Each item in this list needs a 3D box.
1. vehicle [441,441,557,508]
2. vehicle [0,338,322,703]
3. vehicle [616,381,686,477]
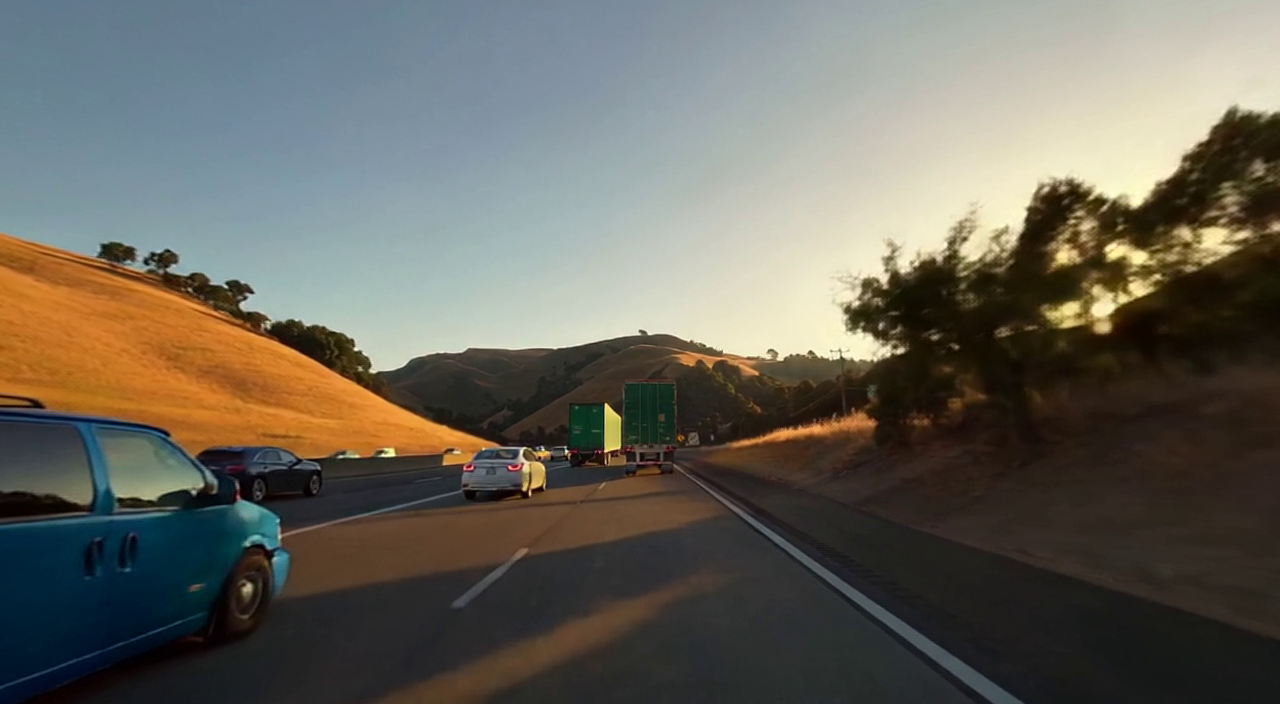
[{"bbox_3d":[-3.359,2.982,15.929,1.950,1.446,4.224,0,-8,0],"label":"vehicle"},{"bbox_3d":[-3.783,0.852,2.773,2.136,1.779,4.875,0,-8,1],"label":"vehicle"},{"bbox_3d":[0.617,4.002,31.860,2.913,3.988,10.874,0,-8,2],"label":"vehicle"}]
